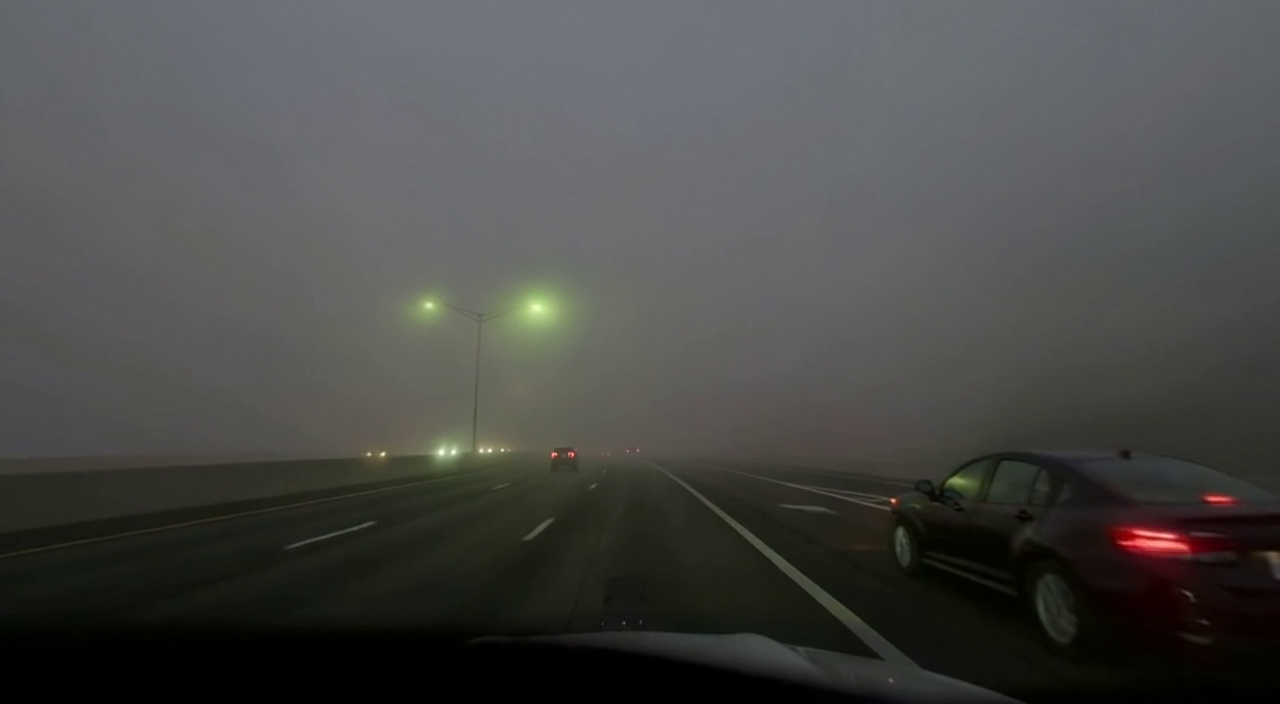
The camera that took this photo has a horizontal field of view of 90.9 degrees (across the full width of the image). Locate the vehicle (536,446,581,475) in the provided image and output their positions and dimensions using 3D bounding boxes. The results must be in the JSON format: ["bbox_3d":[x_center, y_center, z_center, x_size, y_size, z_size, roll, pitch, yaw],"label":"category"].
[{"bbox_3d":[-4.466,6.027,35.323,2.014,1.481,4.156,-1,-9,-1],"label":"vehicle"}]

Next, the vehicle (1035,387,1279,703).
[{"bbox_3d":[3.293,0.710,1.219,2.030,1.490,4.737,-1,-9,1],"label":"vehicle"}]
